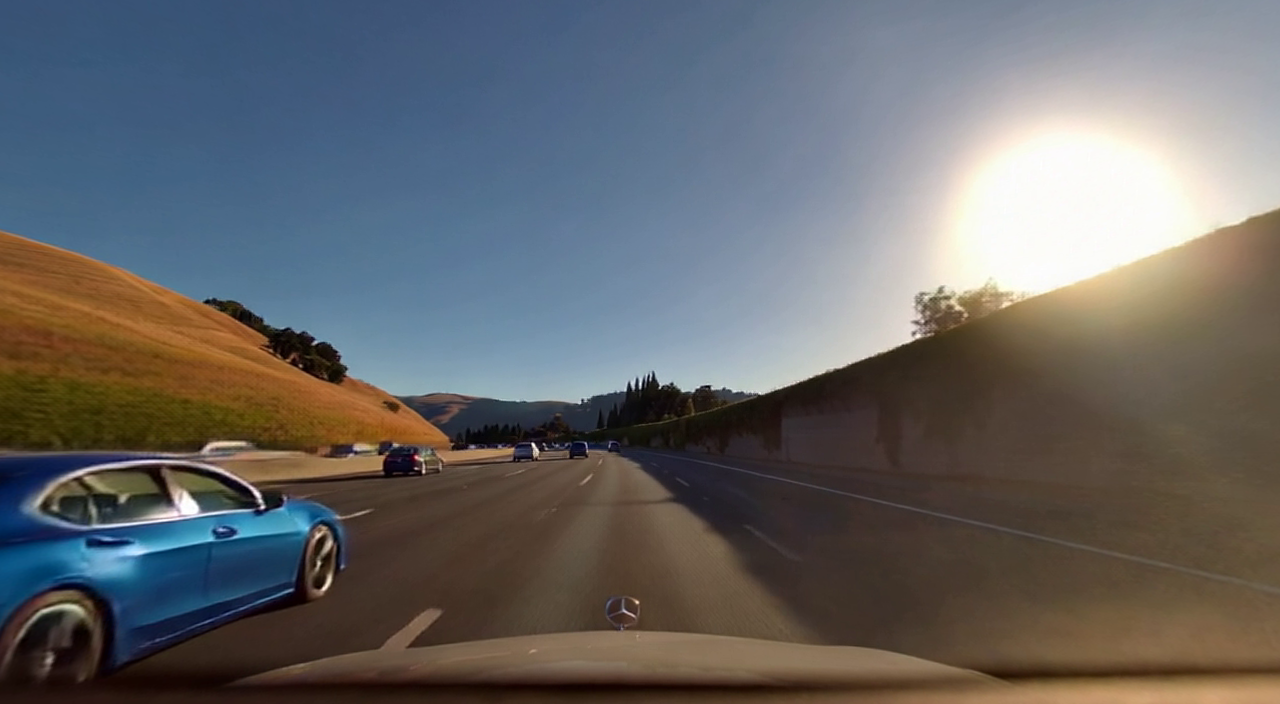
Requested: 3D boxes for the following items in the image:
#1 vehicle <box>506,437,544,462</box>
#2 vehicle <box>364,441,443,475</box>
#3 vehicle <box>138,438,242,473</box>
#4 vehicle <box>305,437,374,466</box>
[{"bbox_3d":[-8.610,7.332,47.734,2.074,1.768,4.805,0,-9,-2],"label":"vehicle"},{"bbox_3d":[-10.930,4.915,29.572,1.949,1.475,4.740,0,-8,-1],"label":"vehicle"},{"bbox_3d":[-24.202,5.564,34.256,2.042,1.735,4.872,0,-9,-1],"label":"vehicle"},{"bbox_3d":[-17.752,5.907,37.560,1.991,1.609,4.424,0,-9,-1],"label":"vehicle"}]
